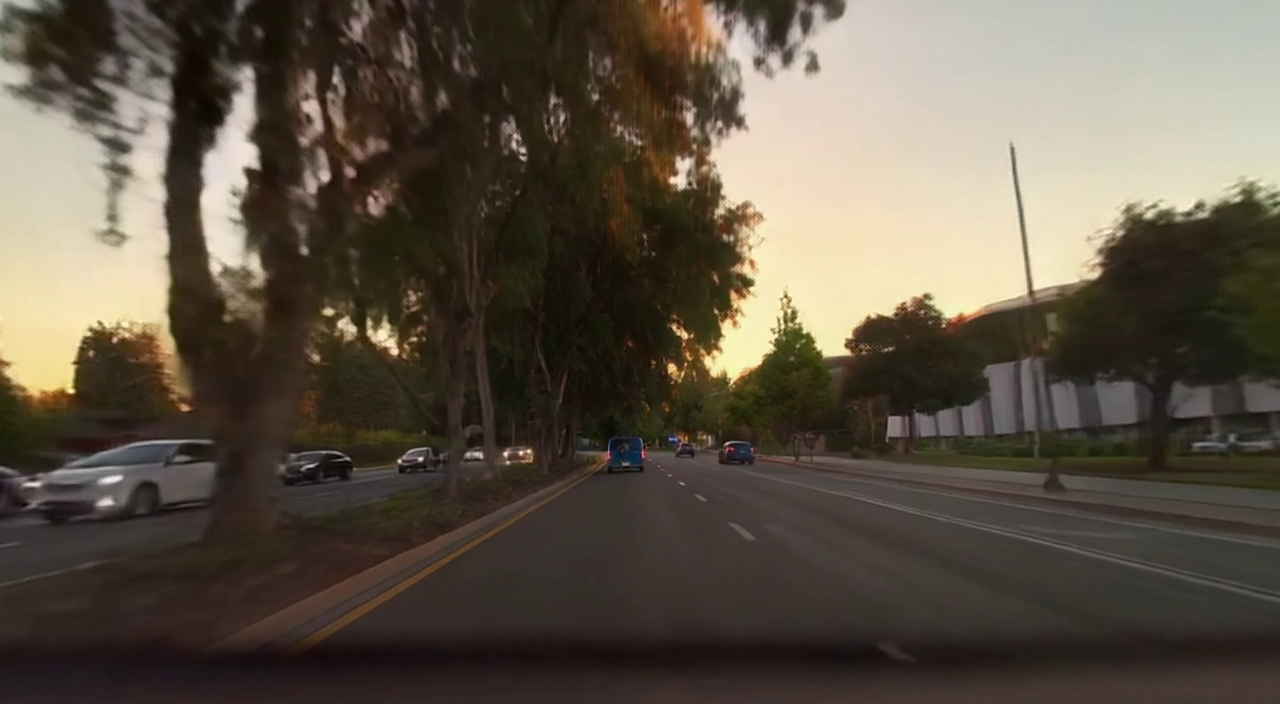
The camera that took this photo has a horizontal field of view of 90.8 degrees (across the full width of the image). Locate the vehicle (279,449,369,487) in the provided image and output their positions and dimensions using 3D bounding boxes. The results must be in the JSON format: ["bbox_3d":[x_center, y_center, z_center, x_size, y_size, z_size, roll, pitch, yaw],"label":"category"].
[{"bbox_3d":[-14.800,5.418,29.923,1.950,1.655,4.395,0,-9,0],"label":"vehicle"}]

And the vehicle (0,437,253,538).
[{"bbox_3d":[-11.538,2.947,14.676,2.082,1.824,4.840,-2,-7,-1],"label":"vehicle"}]

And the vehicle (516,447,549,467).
[{"bbox_3d":[-8.285,8.120,49.102,1.964,1.478,4.368,0,-9,-2],"label":"vehicle"}]

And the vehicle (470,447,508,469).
[{"bbox_3d":[-11.526,8.089,48.518,1.904,1.622,4.225,0,-9,0],"label":"vehicle"}]

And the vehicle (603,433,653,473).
[{"bbox_3d":[-0.586,5.253,33.086,2.411,1.937,5.186,0,-9,-1],"label":"vehicle"}]

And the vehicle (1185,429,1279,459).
[{"bbox_3d":[31.542,4.794,33.005,1.743,1.445,4.495,1,-9,-9],"label":"vehicle"}]

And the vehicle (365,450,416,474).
[{"bbox_3d":[-18.710,8.247,47.580,1.980,1.712,4.535,0,-9,1],"label":"vehicle"}]

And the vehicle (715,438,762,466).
[{"bbox_3d":[6.764,6.954,44.047,2.364,1.781,4.854,0,-9,-2],"label":"vehicle"}]
